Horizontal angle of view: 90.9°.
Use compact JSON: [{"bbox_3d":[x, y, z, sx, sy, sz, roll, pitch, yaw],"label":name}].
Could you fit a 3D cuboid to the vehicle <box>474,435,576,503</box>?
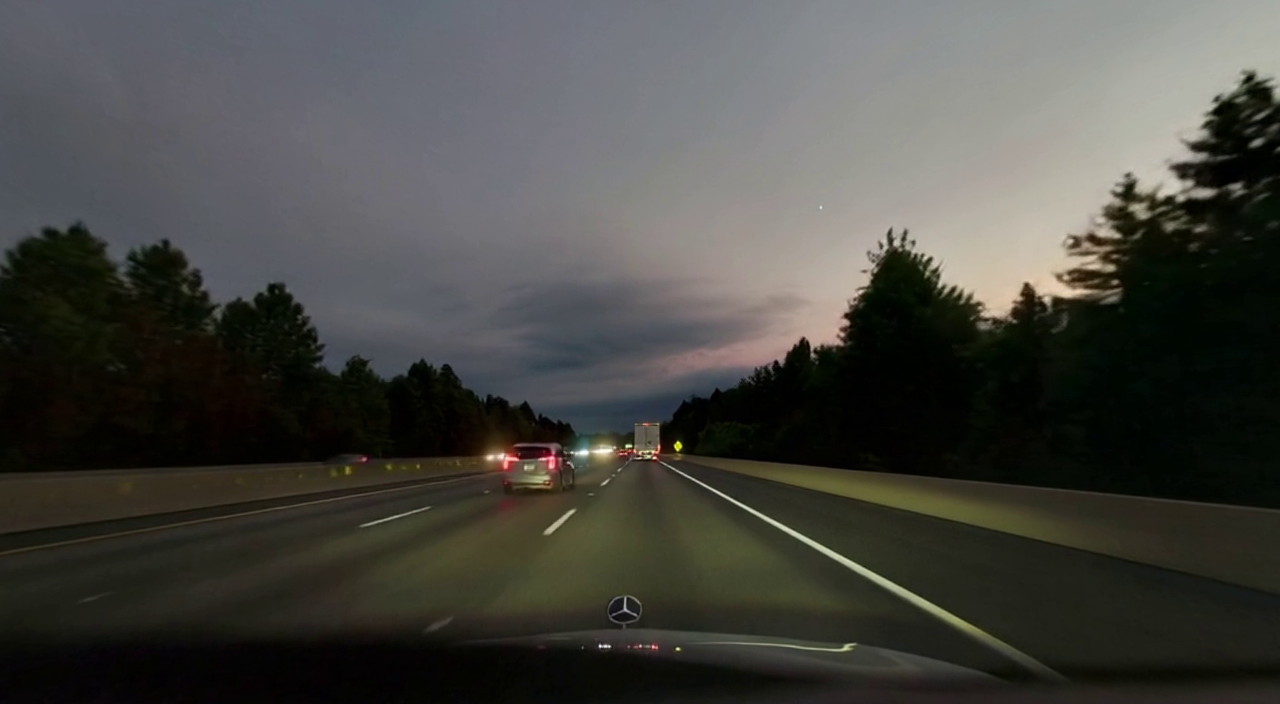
[{"bbox_3d":[-3.100,3.275,18.073,2.017,1.680,4.636,0,-9,1],"label":"vehicle"}]
